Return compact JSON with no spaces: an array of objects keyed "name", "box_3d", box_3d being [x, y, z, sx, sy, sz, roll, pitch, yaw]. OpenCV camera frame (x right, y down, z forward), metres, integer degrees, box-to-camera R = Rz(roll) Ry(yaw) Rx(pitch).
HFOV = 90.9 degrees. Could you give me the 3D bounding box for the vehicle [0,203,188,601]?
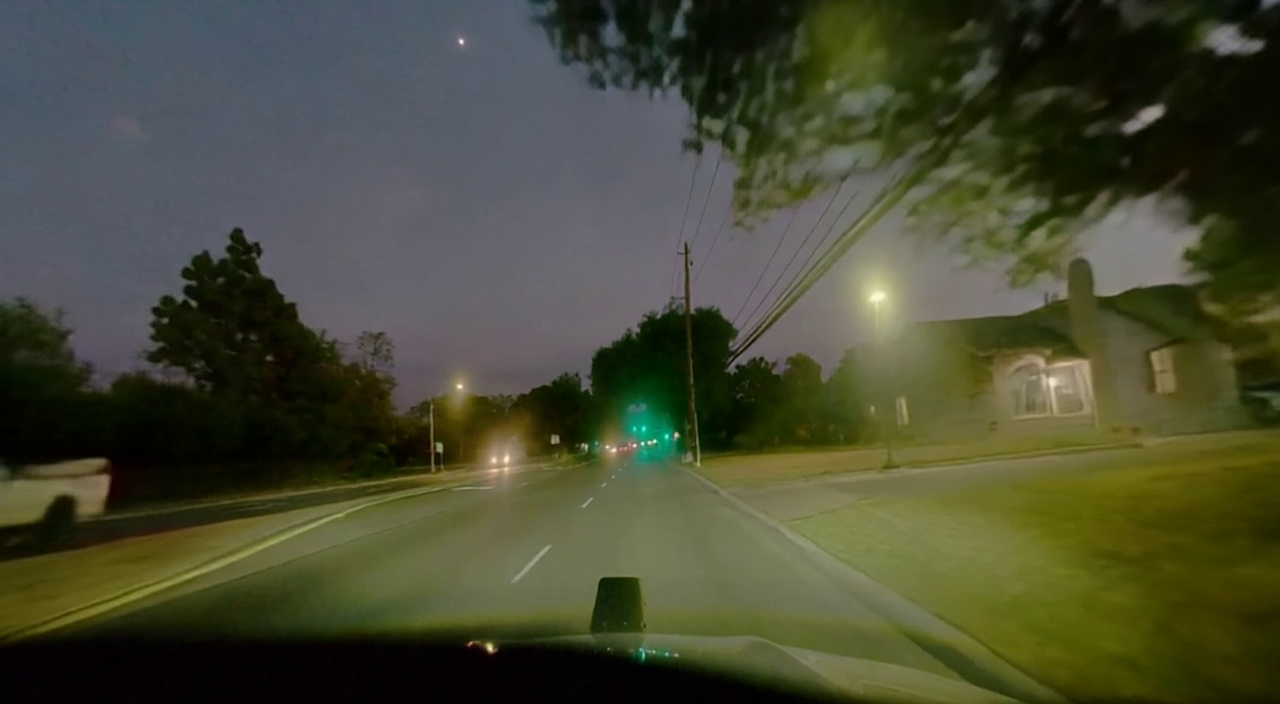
[{"name":"vehicle","box_3d":[-7.031,0.567,6.327,2.365,3.642,3.374,-4,-8,2]}]
